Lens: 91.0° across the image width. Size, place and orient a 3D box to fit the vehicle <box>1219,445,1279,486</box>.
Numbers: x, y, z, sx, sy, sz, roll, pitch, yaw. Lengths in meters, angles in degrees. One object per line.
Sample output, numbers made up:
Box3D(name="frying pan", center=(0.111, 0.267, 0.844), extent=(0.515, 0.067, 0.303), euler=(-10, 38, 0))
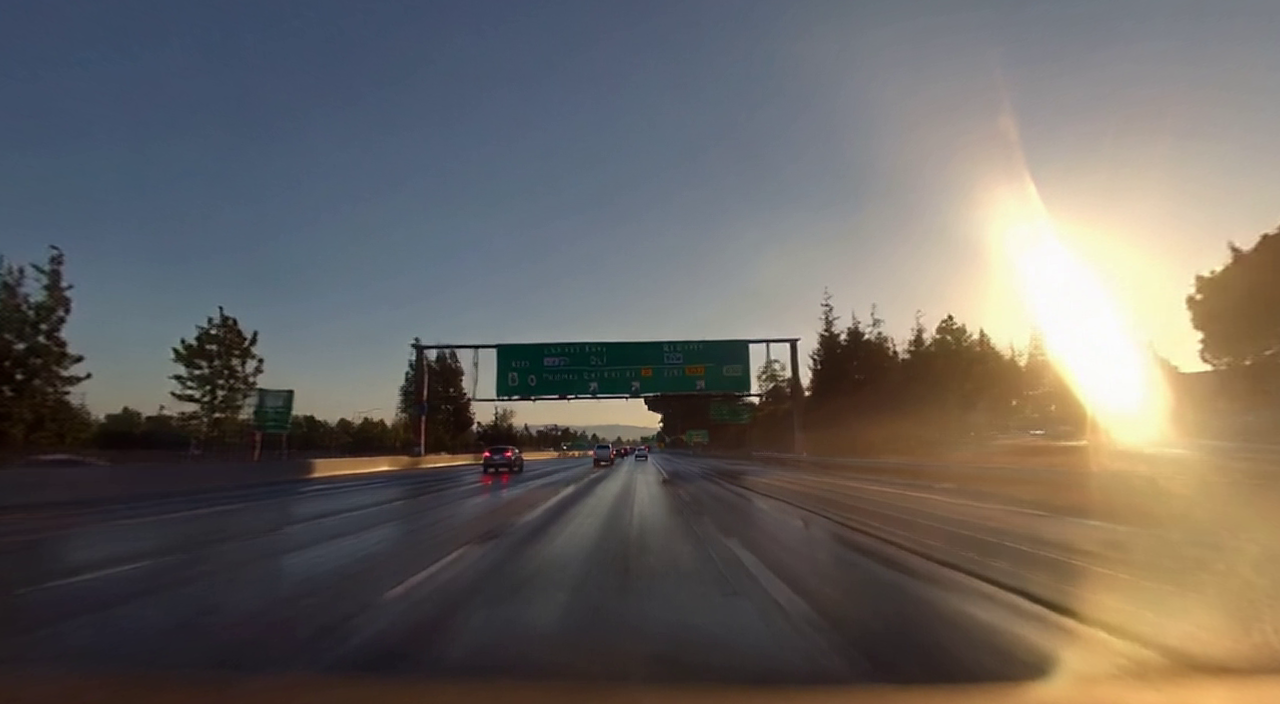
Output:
Box3D(name="vehicle", center=(26.567, 4.817, 26.700), extent=(2.011, 1.550, 4.792), euler=(-1, -8, 31))

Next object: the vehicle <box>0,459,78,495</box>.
Box3D(name="vehicle", center=(-28.432, 5.639, 28.641), extent=(1.802, 1.485, 4.234), euler=(0, -9, 0))

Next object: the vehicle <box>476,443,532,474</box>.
Box3D(name="vehicle", center=(-7.132, 5.610, 33.370), extent=(1.985, 1.513, 4.172), euler=(0, -9, 0))
